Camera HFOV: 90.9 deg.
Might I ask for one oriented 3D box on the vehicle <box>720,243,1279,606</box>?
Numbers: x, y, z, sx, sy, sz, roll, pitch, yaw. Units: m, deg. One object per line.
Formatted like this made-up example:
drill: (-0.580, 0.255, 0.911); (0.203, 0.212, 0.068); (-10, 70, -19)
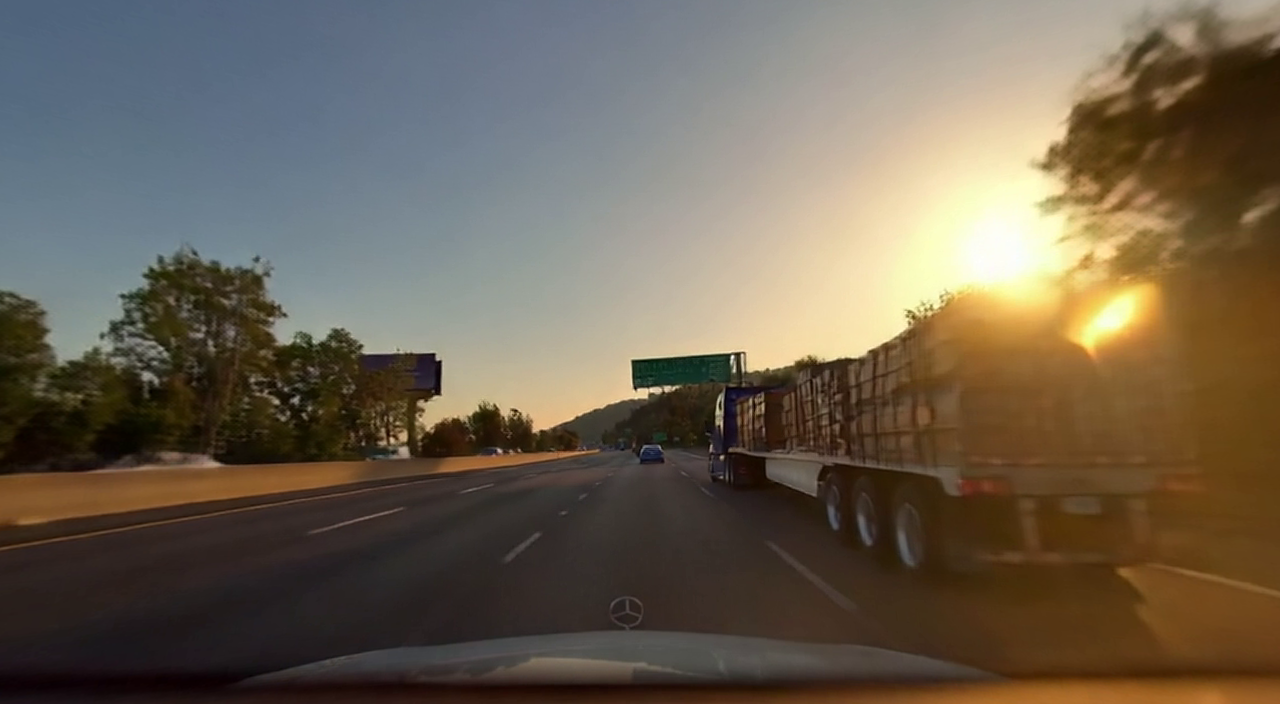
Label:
vehicle: (4.398, 1.912, 14.844); (2.917, 3.179, 18.723); (0, -8, 1)

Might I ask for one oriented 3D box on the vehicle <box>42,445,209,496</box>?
vehicle: (-17.460, 3.987, 21.761); (1.811, 1.505, 4.628); (0, -8, 1)

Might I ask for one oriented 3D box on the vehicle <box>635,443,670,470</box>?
vehicle: (0.712, 6.332, 38.489); (2.042, 1.528, 4.300); (0, -8, 0)
